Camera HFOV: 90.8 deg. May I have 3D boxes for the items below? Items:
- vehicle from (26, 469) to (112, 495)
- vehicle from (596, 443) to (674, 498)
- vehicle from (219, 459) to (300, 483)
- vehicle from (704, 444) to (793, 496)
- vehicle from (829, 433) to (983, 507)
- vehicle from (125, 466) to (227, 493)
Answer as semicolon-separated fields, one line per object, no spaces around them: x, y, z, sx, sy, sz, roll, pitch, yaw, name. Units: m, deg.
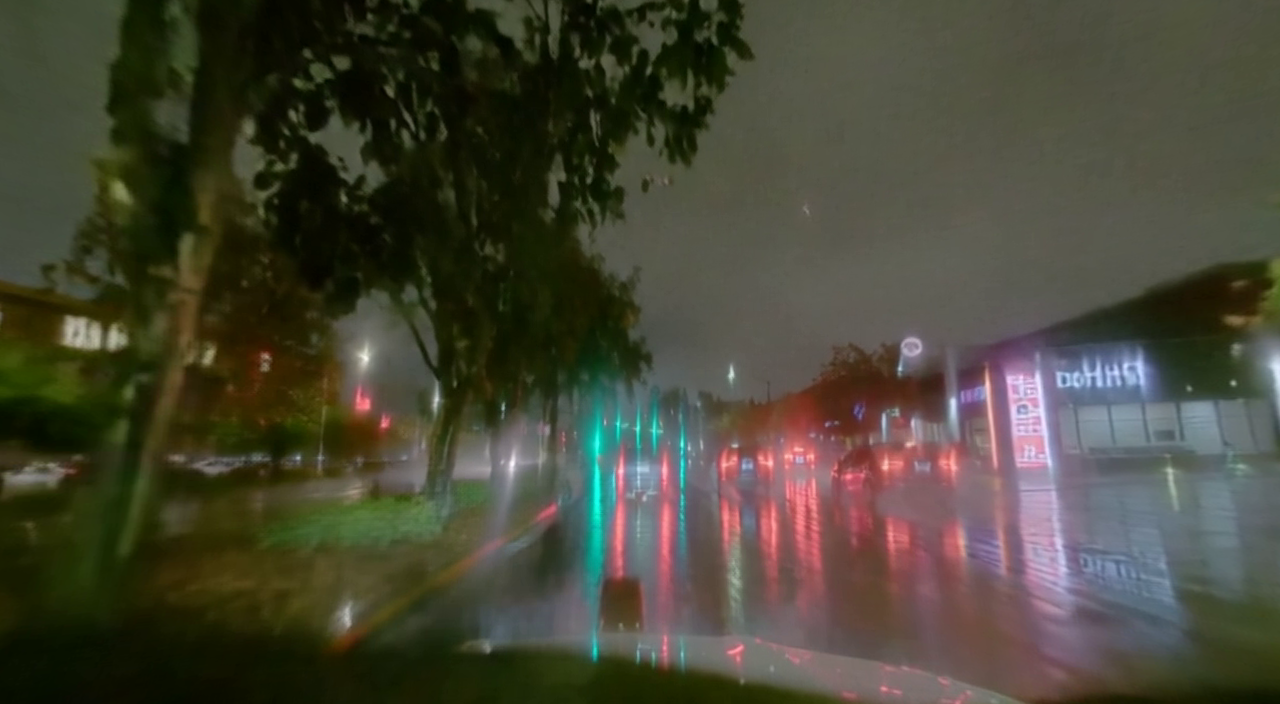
-41.097;9.329;45.624;1.864;1.585;4.629;-1;-9;-1;vehicle
-0.225;3.554;19.271;2.101;1.444;4.248;0;-9;-2;vehicle
-28.005;8.770;46.585;4.640;1.640;2.026;-1;-9;1;vehicle
3.362;3.742;20.378;1.993;1.477;4.240;0;-9;-2;vehicle
7.035;3.180;17.426;2.052;1.708;4.842;0;-9;-1;vehicle
-28.200;7.770;38.468;4.693;1.499;1.838;0;-9;0;vehicle
